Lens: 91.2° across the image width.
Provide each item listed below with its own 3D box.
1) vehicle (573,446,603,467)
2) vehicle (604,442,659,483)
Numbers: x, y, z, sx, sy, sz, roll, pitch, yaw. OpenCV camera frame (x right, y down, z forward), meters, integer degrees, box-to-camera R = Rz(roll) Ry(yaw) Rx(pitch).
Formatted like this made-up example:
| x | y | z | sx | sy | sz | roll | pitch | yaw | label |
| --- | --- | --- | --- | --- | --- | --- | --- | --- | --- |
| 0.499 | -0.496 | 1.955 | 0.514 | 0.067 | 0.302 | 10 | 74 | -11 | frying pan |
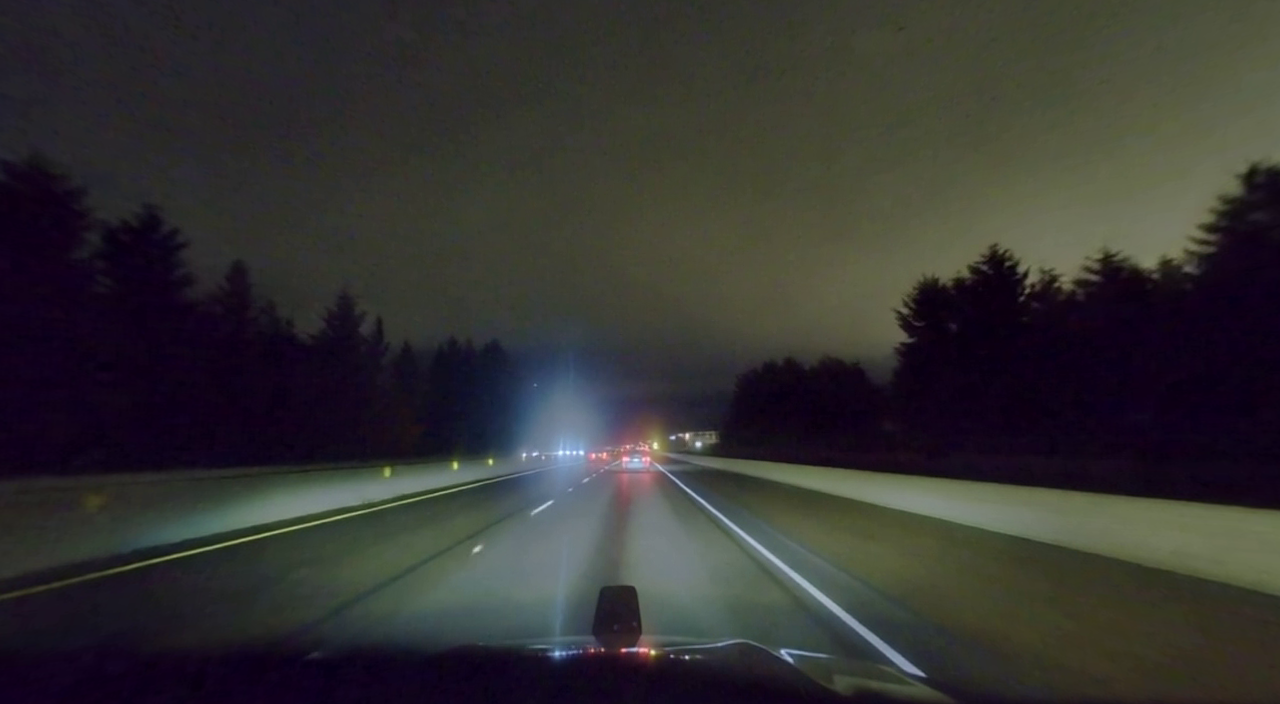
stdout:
| x | y | z | sx | sy | sz | roll | pitch | yaw | label |
| --- | --- | --- | --- | --- | --- | --- | --- | --- | --- |
| -3.906 | 7.910 | 47.634 | 1.994 | 1.470 | 3.752 | -1 | -9 | -1 | vehicle |
| -0.356 | 4.432 | 25.311 | 2.066 | 1.490 | 3.759 | -1 | -9 | -1 | vehicle |
